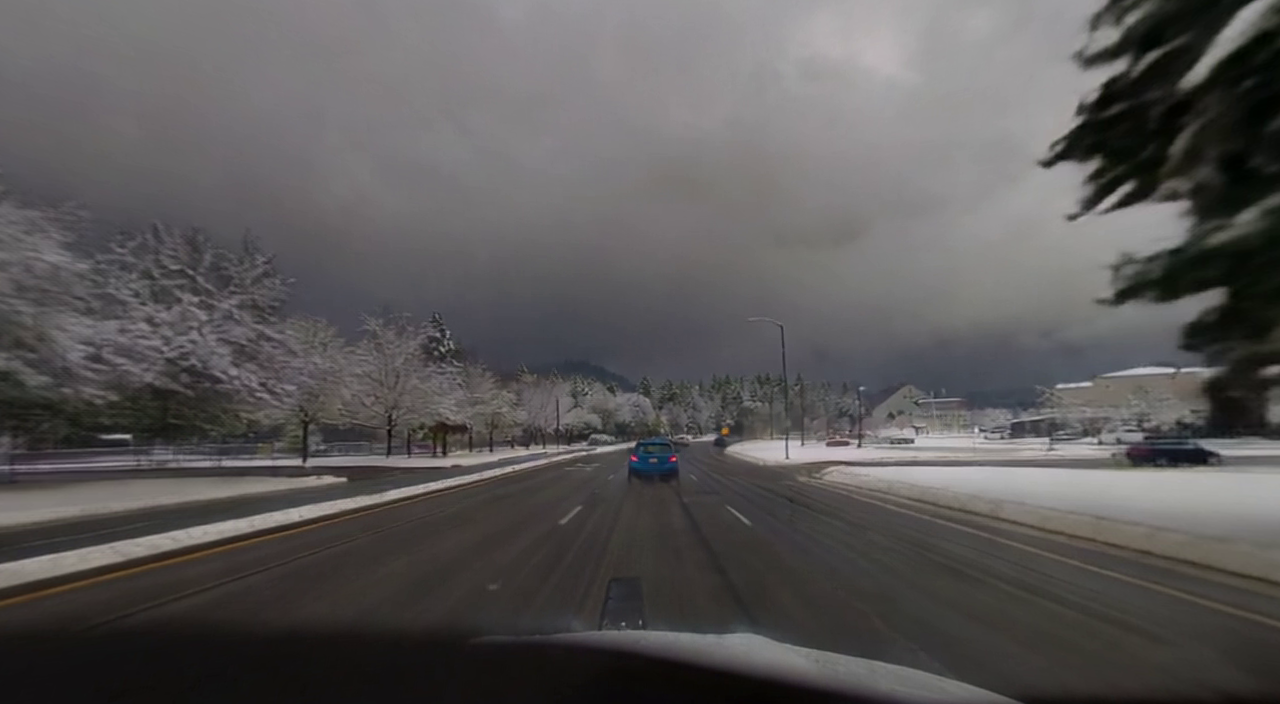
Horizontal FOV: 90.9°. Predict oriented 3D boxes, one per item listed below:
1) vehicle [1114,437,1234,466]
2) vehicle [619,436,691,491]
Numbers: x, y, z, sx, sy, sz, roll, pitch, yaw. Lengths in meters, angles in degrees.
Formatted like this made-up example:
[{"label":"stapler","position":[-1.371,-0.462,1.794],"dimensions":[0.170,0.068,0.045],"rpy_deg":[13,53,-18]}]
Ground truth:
[{"label":"vehicle","position":[27.578,5.167,32.705],"dimensions":[4.305,1.457,1.885],"rpy_deg":[-1,-9,8]},{"label":"vehicle","position":[0.433,3.402,19.531],"dimensions":[2.010,1.535,3.735],"rpy_deg":[0,-9,1]}]
